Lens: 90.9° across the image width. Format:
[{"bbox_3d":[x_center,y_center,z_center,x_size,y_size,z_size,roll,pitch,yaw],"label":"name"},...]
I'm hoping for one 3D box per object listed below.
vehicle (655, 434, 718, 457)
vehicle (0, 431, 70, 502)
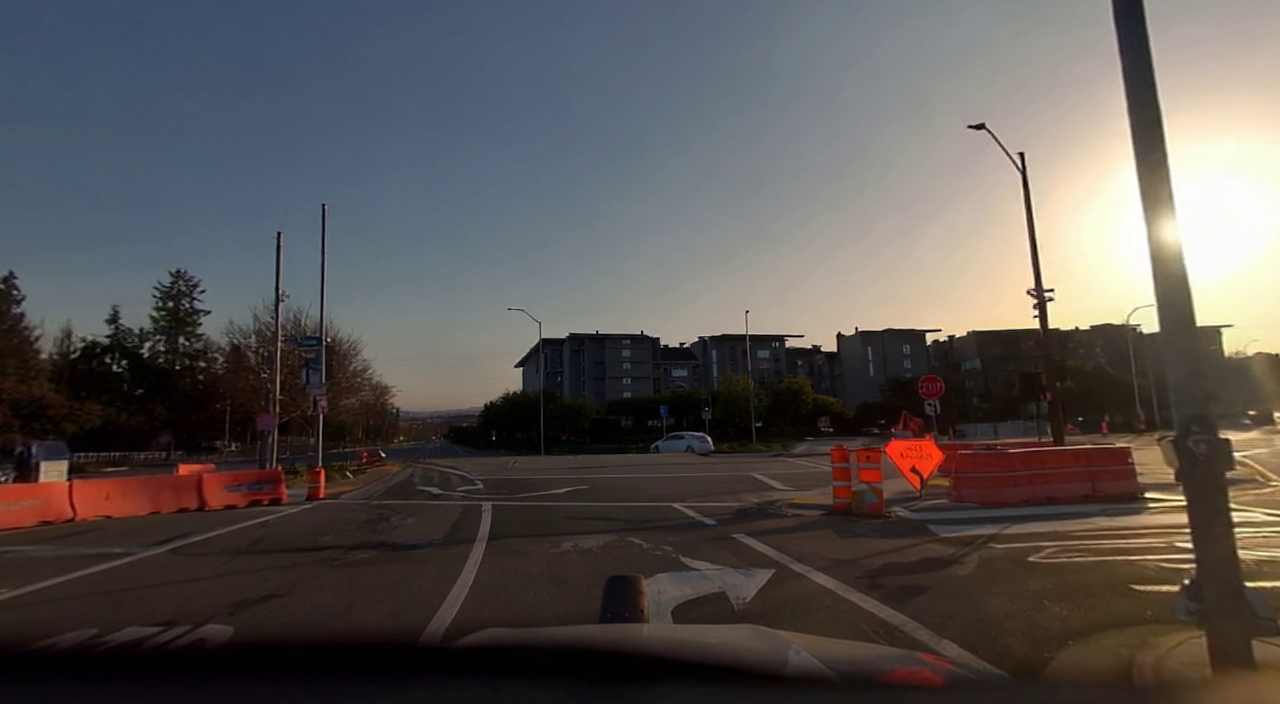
[{"bbox_3d":[3.270,6.690,45.013,4.302,1.628,1.957,0,-9,0],"label":"vehicle"},{"bbox_3d":[-17.253,3.099,17.343,2.159,1.734,4.292,7,-11,-41],"label":"vehicle"}]
